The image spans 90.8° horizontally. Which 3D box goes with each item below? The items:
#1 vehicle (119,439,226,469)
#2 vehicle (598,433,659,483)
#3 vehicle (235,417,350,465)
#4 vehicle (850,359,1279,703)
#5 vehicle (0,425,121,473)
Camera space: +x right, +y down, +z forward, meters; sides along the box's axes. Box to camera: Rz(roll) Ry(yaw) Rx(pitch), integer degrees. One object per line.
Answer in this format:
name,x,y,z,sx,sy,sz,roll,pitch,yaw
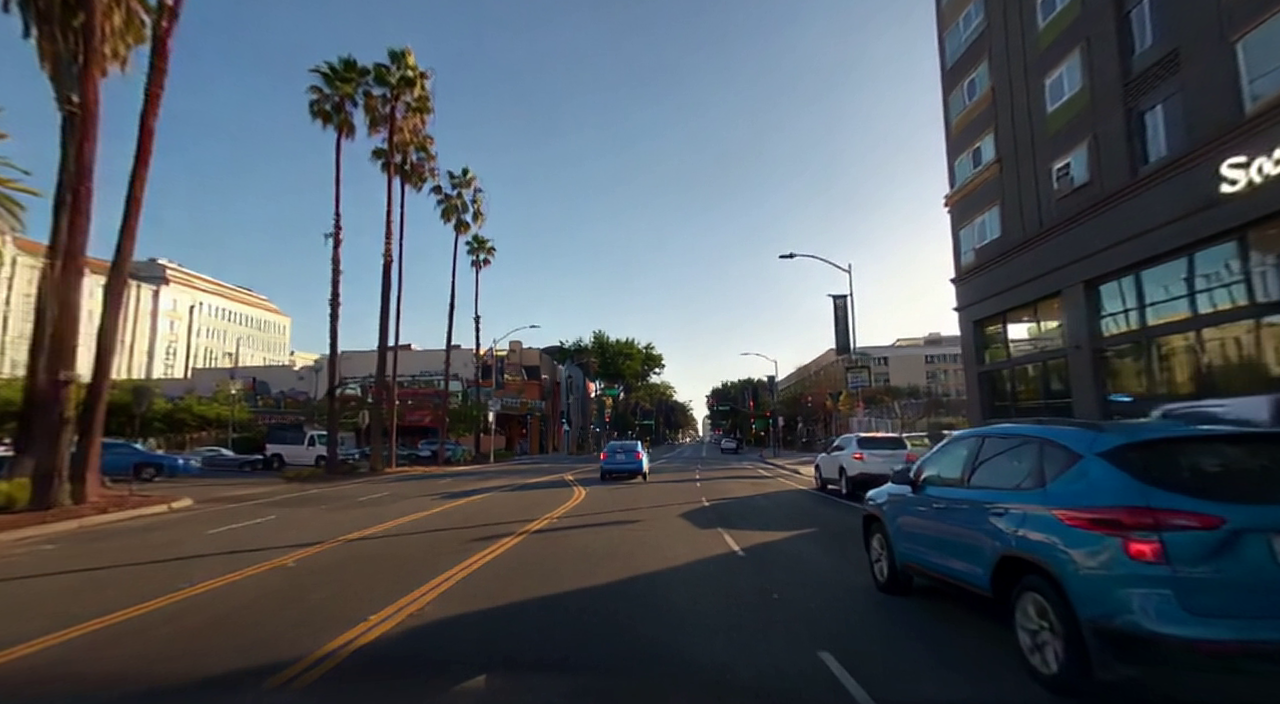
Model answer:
vehicle,-29.177,6.380,39.645,1.863,1.733,4.974,-5,-10,27
vehicle,-0.421,3.934,23.690,2.063,1.664,4.471,0,-8,0
vehicle,-20.882,5.429,38.362,2.198,2.684,5.751,-4,-9,25
vehicle,3.210,1.159,4.435,1.983,1.654,4.354,0,-8,0
vehicle,-32.562,5.128,33.578,2.562,2.387,6.989,-4,-10,29
